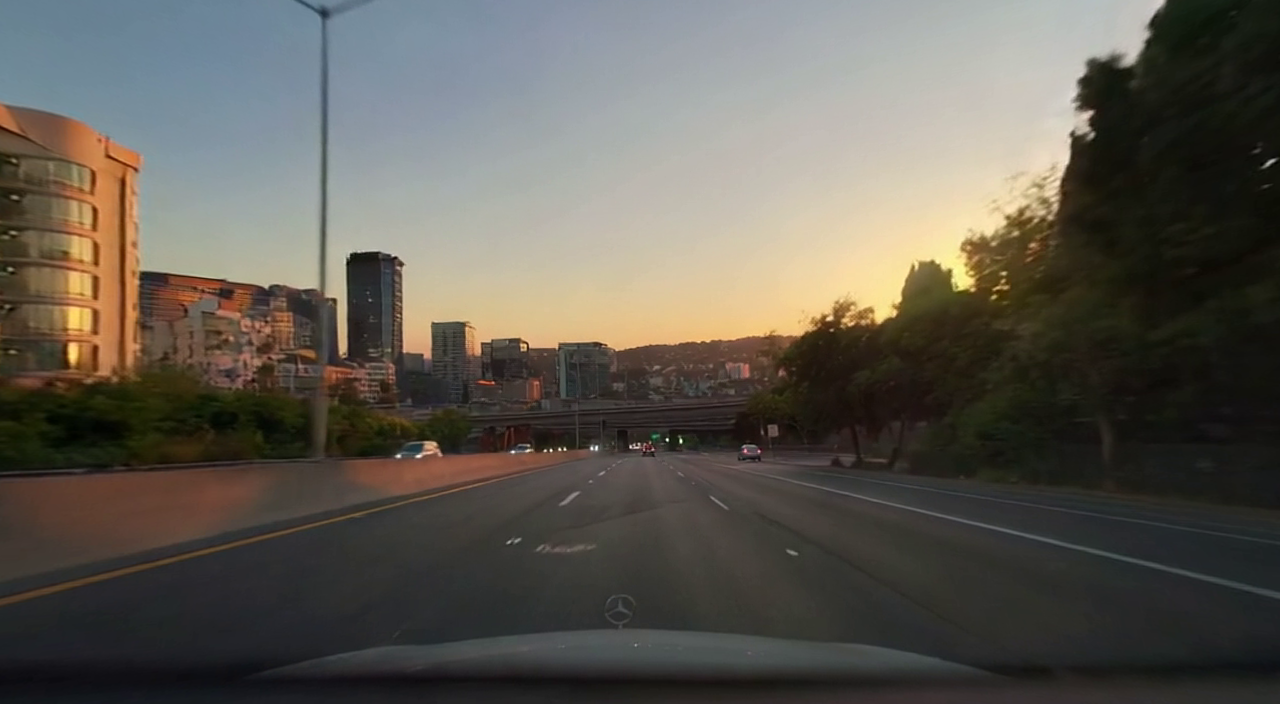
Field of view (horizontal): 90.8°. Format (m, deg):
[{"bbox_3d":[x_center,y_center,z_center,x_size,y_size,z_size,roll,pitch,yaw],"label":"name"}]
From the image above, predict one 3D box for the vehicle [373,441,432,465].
[{"bbox_3d":[-17.751,7.580,47.520,2.472,1.723,5.039,0,-8,0],"label":"vehicle"}]
